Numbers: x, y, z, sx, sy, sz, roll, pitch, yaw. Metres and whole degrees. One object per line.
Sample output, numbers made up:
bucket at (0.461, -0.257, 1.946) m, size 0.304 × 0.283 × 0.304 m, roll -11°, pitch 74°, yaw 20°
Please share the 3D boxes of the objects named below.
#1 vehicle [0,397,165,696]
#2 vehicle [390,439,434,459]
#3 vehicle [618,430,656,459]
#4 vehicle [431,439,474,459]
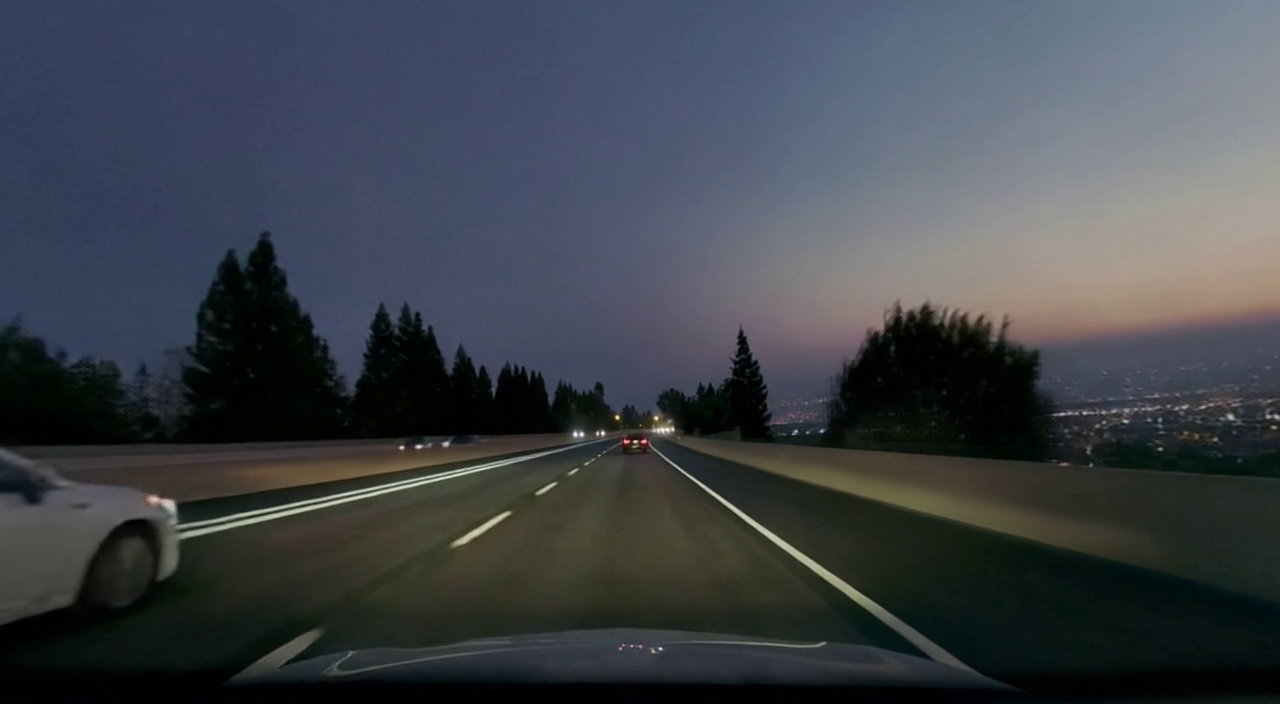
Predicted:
vehicle at (-4.228, 0.841, 2.168) m, size 2.030 × 1.491 × 4.046 m, roll 0°, pitch -8°, yaw -1°
vehicle at (-17.372, 7.347, 48.101) m, size 1.756 × 1.441 × 4.091 m, roll 0°, pitch -8°, yaw 1°
vehicle at (-0.194, 5.594, 38.404) m, size 2.134 × 1.654 × 4.174 m, roll 0°, pitch -8°, yaw -1°
vehicle at (-13.801, 7.125, 46.587) m, size 1.932 × 1.420 × 3.930 m, roll 0°, pitch -8°, yaw 1°
